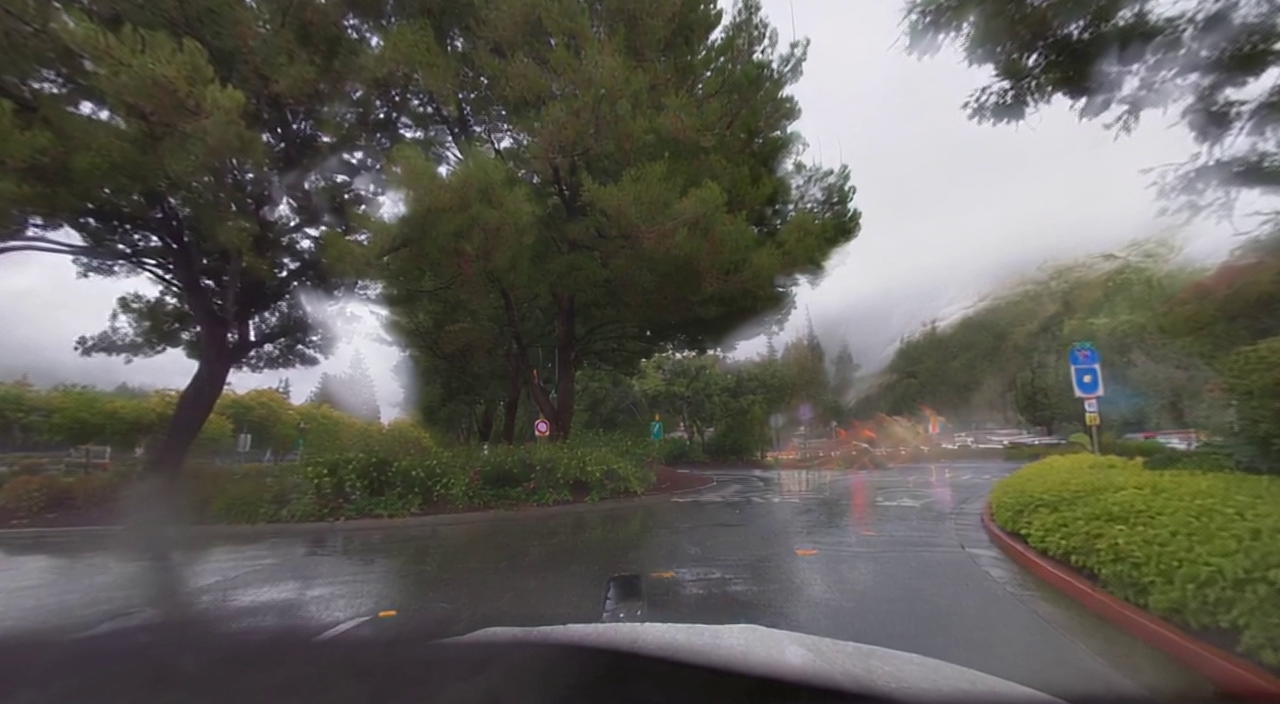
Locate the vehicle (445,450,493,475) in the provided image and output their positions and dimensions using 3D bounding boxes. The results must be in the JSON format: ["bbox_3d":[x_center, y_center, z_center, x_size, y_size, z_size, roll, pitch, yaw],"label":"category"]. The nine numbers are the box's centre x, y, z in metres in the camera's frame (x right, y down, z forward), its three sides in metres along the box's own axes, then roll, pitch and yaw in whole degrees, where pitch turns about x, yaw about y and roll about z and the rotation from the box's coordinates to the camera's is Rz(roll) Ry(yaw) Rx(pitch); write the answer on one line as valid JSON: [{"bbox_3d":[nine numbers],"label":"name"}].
[{"bbox_3d":[-12.714,8.151,46.806,2.019,1.672,4.490,5,-10,-35],"label":"vehicle"}]
